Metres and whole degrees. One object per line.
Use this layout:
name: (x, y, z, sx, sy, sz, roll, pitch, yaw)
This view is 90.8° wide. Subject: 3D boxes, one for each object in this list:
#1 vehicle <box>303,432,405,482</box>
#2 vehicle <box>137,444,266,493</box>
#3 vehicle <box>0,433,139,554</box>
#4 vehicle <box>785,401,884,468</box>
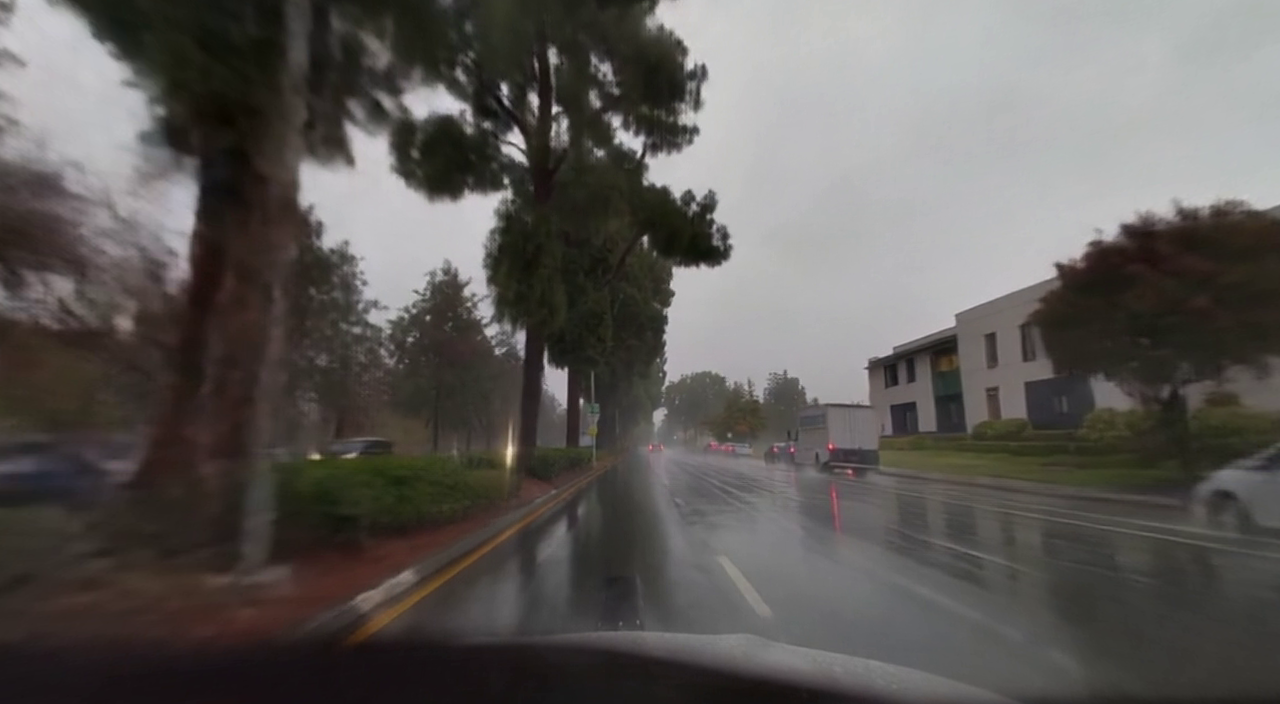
vehicle: (-12.071, 4.459, 27.122, 2.180, 1.904, 4.631, 0, -8, 0)
vehicle: (-15.343, 4.057, 22.411, 1.765, 1.560, 3.902, 0, -8, -1)
vehicle: (-8.906, 1.703, 7.498, 2.001, 1.477, 4.754, 0, -8, 0)
vehicle: (9.625, 4.266, 32.290, 2.670, 3.016, 7.732, 0, -8, 1)
